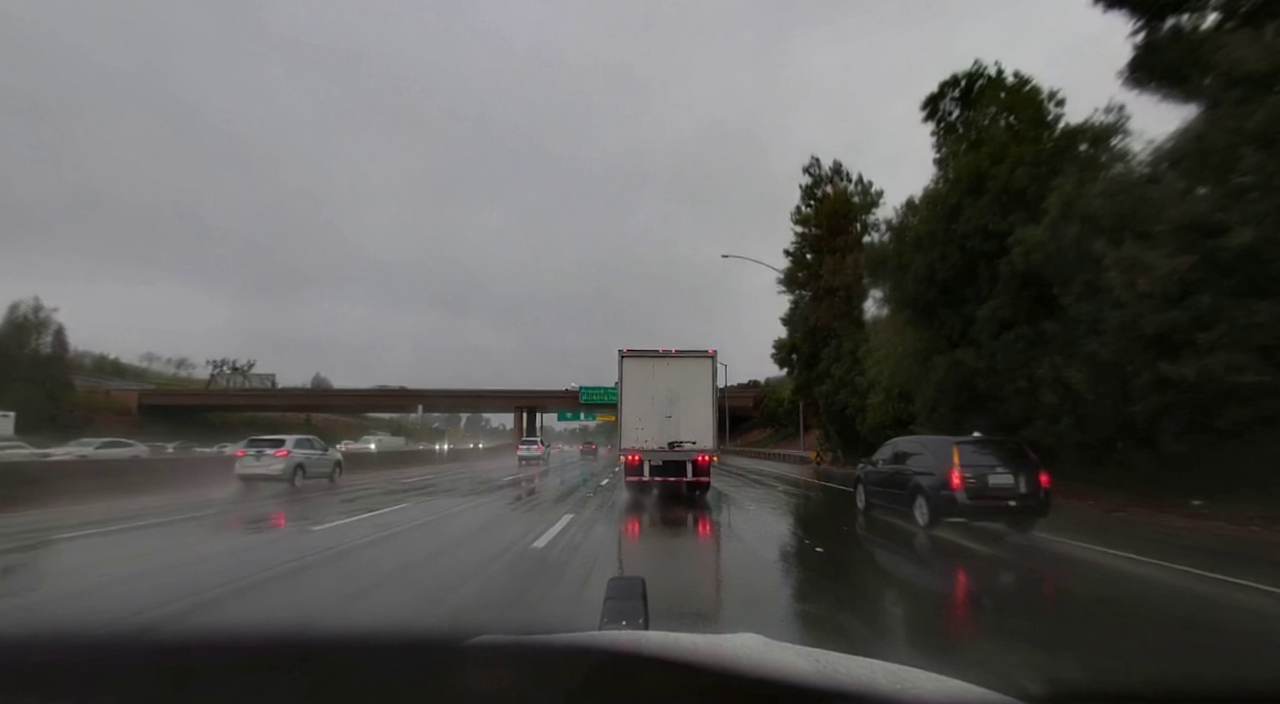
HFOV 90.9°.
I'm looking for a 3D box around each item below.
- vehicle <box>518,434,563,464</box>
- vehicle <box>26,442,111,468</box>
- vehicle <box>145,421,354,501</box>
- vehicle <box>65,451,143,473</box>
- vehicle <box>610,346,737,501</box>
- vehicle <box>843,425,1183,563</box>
[{"bbox_3d":[-6.422,6.333,41.160,2.125,1.793,4.892,0,-9,0],"label":"vehicle"},{"bbox_3d":[-33.471,6.032,37.090,1.599,1.397,3.674,-3,-8,-1],"label":"vehicle"},{"bbox_3d":[-10.073,2.865,16.977,2.217,1.797,5.226,0,-9,1],"label":"vehicle"},{"bbox_3d":[-36.942,7.554,43.602,1.685,1.414,4.169,0,-9,0],"label":"vehicle"},{"bbox_3d":[0.711,2.446,20.080,2.916,3.584,10.841,0,-9,-1],"label":"vehicle"},{"bbox_3d":[4.883,1.922,9.363,2.108,1.508,4.744,0,-9,-1],"label":"vehicle"}]
